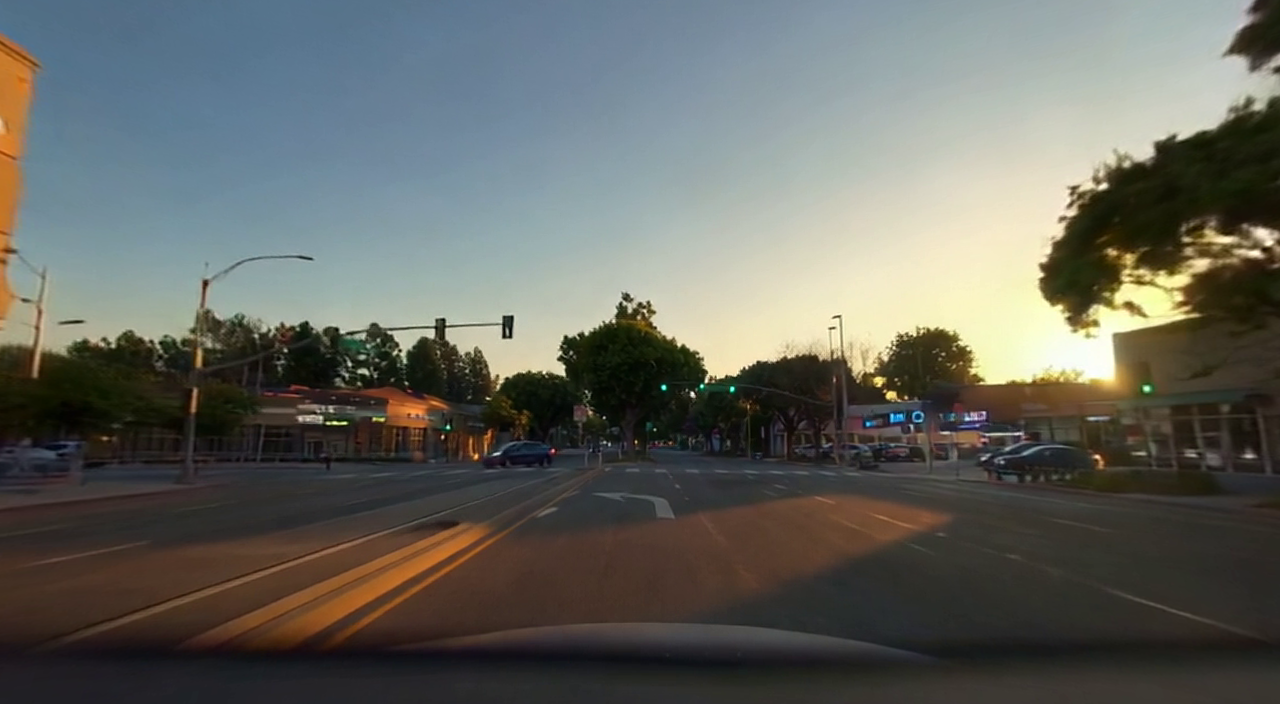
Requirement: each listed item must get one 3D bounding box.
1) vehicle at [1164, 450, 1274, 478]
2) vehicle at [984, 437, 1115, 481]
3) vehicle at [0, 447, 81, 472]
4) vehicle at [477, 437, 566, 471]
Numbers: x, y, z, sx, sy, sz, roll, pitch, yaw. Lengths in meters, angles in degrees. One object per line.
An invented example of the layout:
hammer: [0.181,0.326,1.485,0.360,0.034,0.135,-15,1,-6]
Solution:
vehicle: [36.424,7.021,39.905,1.868,1.566,4.647,5,-10,-29]
vehicle: [22.703,5.931,35.323,2.195,2.201,5.616,5,-10,-28]
vehicle: [-44.311,7.892,46.542,4.275,1.724,1.979,0,-9,0]
vehicle: [-6.305,5.481,33.986,4.408,1.728,2.010,0,-8,0]
